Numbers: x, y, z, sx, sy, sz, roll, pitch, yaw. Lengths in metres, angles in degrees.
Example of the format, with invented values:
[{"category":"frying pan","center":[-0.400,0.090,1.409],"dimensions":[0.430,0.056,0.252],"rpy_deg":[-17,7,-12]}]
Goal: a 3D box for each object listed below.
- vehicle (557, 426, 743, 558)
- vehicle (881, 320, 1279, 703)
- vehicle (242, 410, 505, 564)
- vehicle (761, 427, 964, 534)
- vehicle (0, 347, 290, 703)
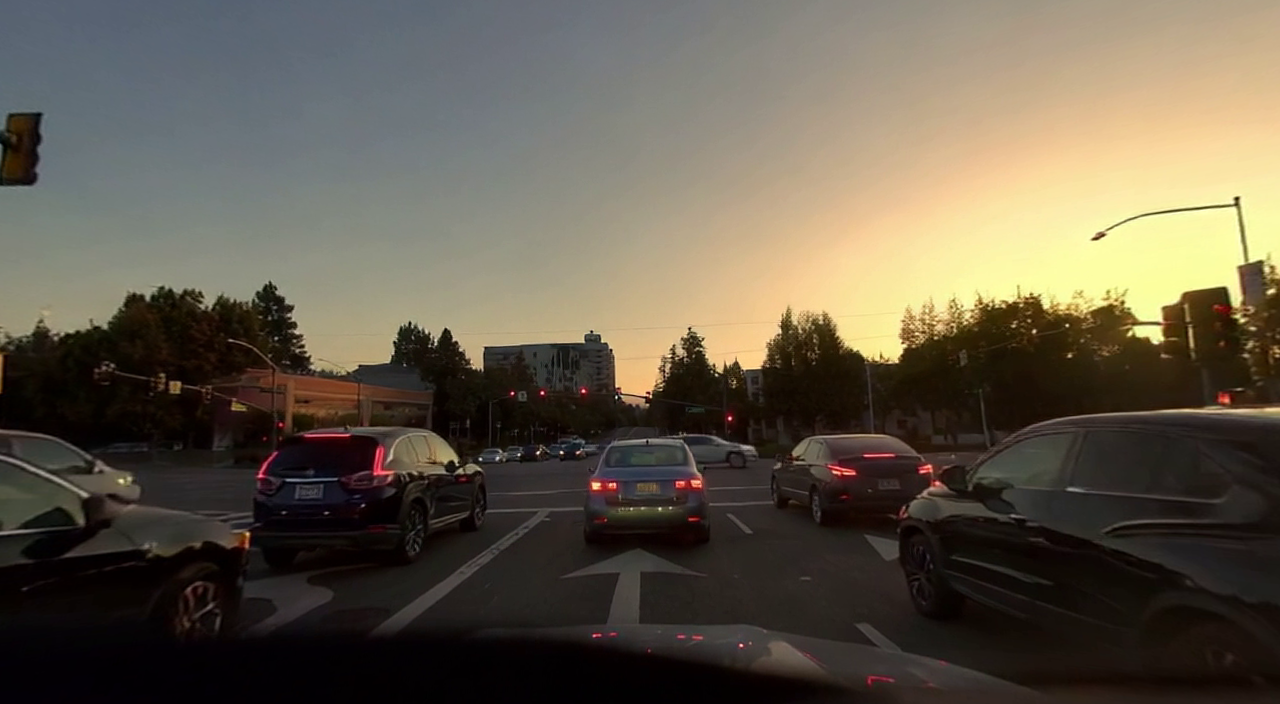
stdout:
[{"category":"vehicle","center":[0.056,1.900,9.275],"dimensions":[2.114,1.482,4.056],"rpy_deg":[0,-9,-2]},{"category":"vehicle","center":[3.233,0.922,3.289],"dimensions":[2.178,1.691,4.314],"rpy_deg":[0,-9,-1]},{"category":"vehicle","center":[-3.427,1.828,9.221],"dimensions":[1.958,1.693,4.242],"rpy_deg":[0,-9,0]},{"category":"vehicle","center":[3.535,2.132,11.082],"dimensions":[1.874,1.487,4.404],"rpy_deg":[0,-9,-1]},{"category":"vehicle","center":[-3.355,0.759,1.907],"dimensions":[2.034,1.655,4.465],"rpy_deg":[0,-9,0]}]
